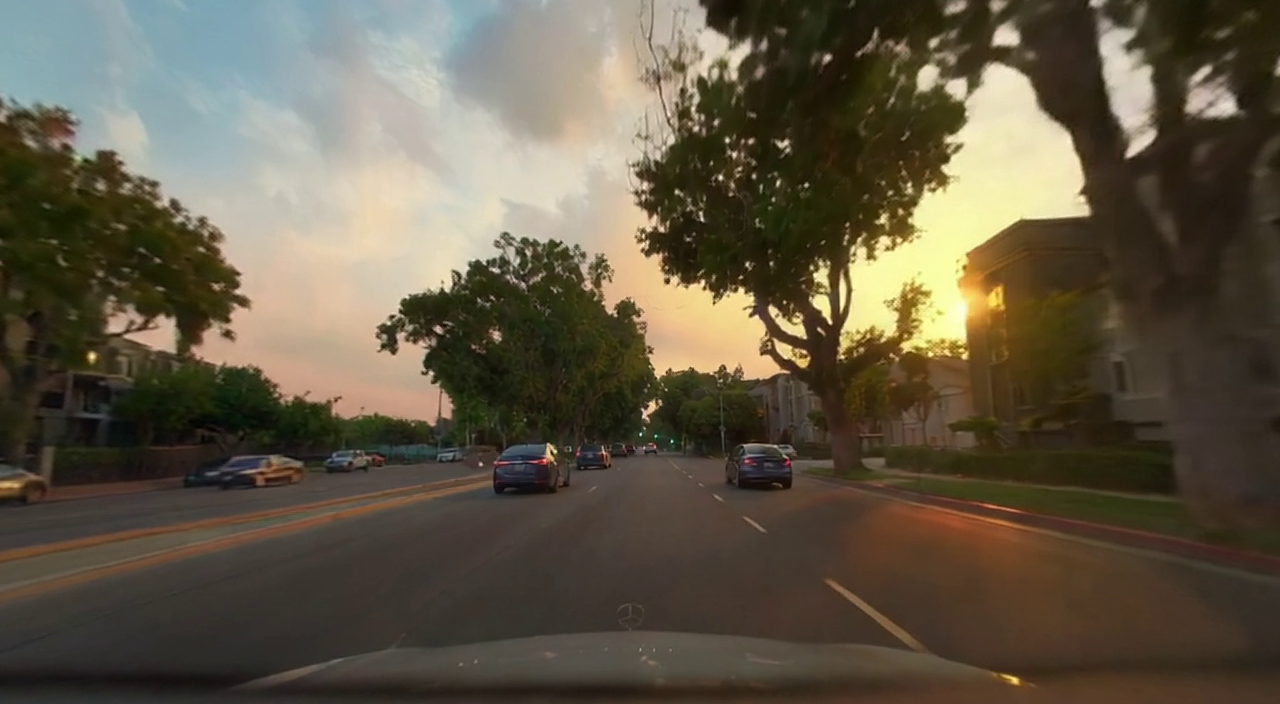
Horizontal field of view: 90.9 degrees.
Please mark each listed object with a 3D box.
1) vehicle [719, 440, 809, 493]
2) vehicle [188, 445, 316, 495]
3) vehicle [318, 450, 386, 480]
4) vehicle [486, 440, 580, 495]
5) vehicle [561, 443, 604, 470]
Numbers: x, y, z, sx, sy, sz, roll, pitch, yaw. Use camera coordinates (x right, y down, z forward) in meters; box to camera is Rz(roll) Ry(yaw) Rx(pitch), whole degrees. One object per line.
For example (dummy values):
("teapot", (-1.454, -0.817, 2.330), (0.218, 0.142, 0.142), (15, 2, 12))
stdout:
("vehicle", (3.882, 3.650, 20.541), (2.010, 1.486, 4.498), (1, -8, 0))
("vehicle", (-15.625, 4.736, 25.778), (2.012, 1.813, 4.910), (0, -8, 1))
("vehicle", (-21.991, 8.605, 48.360), (2.928, 2.070, 4.368), (0, -8, 3))
("vehicle", (-3.159, 3.499, 19.591), (2.053, 1.480, 4.381), (0, -8, 1))
("vehicle", (-3.381, 6.216, 37.658), (1.988, 1.497, 4.404), (0, -8, 2))
